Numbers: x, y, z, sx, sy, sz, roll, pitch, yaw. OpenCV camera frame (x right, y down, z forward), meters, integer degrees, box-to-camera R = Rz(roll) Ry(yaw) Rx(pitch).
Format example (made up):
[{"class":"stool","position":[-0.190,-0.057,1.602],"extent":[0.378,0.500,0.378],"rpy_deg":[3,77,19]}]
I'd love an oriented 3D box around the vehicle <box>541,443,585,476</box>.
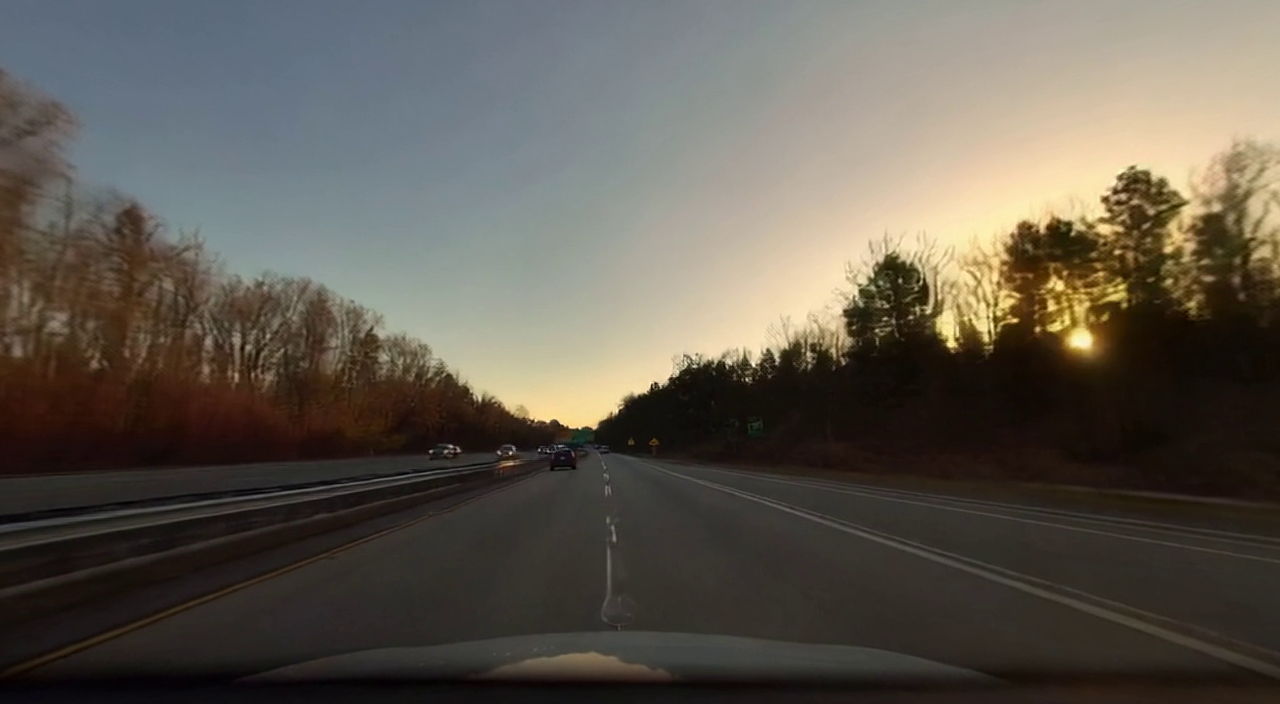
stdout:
[{"class":"vehicle","position":[-4.130,5.827,34.228],"extent":[2.151,1.693,4.201],"rpy_deg":[0,-9,-4]}]
